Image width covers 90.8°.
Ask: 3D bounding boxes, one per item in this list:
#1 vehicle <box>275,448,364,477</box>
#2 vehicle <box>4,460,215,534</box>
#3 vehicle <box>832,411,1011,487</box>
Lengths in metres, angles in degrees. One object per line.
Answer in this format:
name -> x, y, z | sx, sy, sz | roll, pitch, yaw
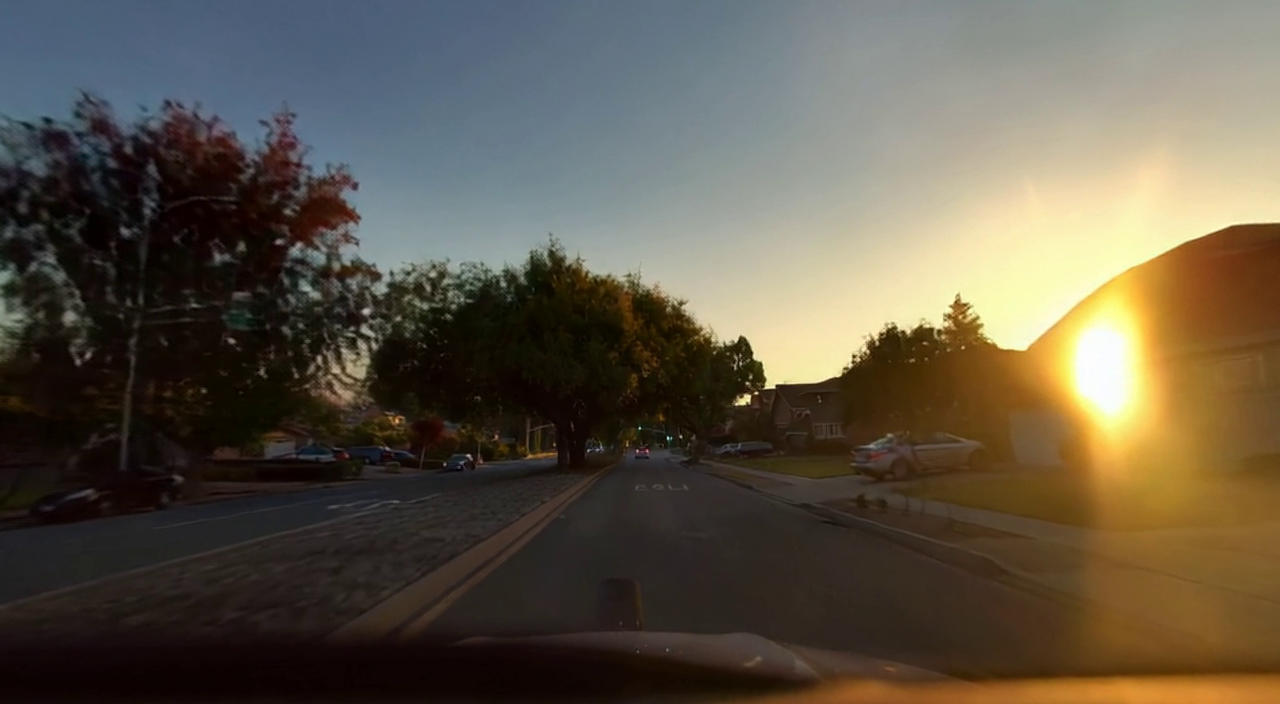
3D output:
vehicle -> -21.193, 7.315, 41.880 | 4.756, 1.869, 2.042 | -1, -9, 4
vehicle -> -14.019, 3.803, 17.179 | 1.876, 1.495, 4.647 | -4, -9, -2
vehicle -> 9.164, 3.181, 20.819 | 4.790, 1.681, 2.029 | -7, -8, -5
